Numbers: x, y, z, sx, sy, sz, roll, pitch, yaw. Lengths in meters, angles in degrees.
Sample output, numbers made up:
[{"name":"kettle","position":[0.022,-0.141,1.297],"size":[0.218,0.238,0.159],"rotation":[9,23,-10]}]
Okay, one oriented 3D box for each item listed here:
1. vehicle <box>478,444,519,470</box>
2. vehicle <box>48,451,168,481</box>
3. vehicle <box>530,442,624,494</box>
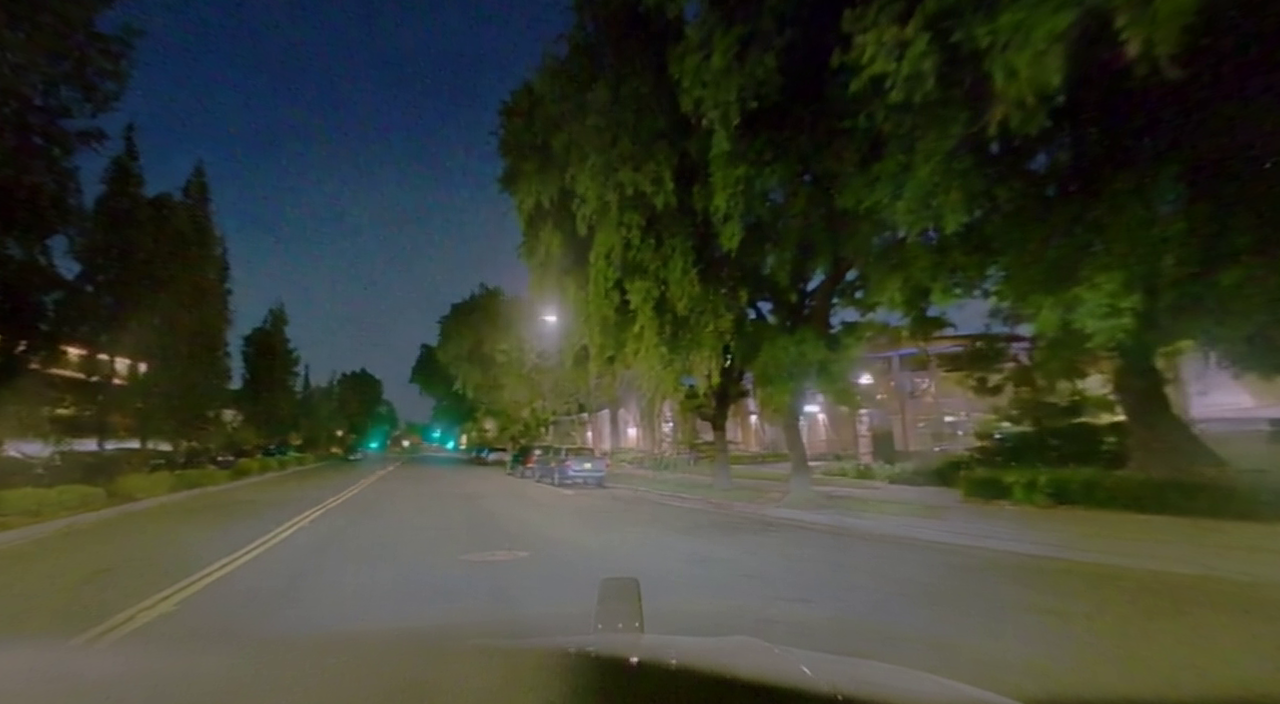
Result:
[{"name":"vehicle","position":[-9.497,6.954,42.138],"size":[1.952,1.538,5.215],"rotation":[3,-9,-20]},{"name":"vehicle","position":[-27.826,5.952,33.140],"size":[4.491,1.455,1.959],"rotation":[0,-8,-1]},{"name":"vehicle","position":[-2.313,3.885,21.730],"size":[1.933,1.528,5.006],"rotation":[3,-9,-21]}]
